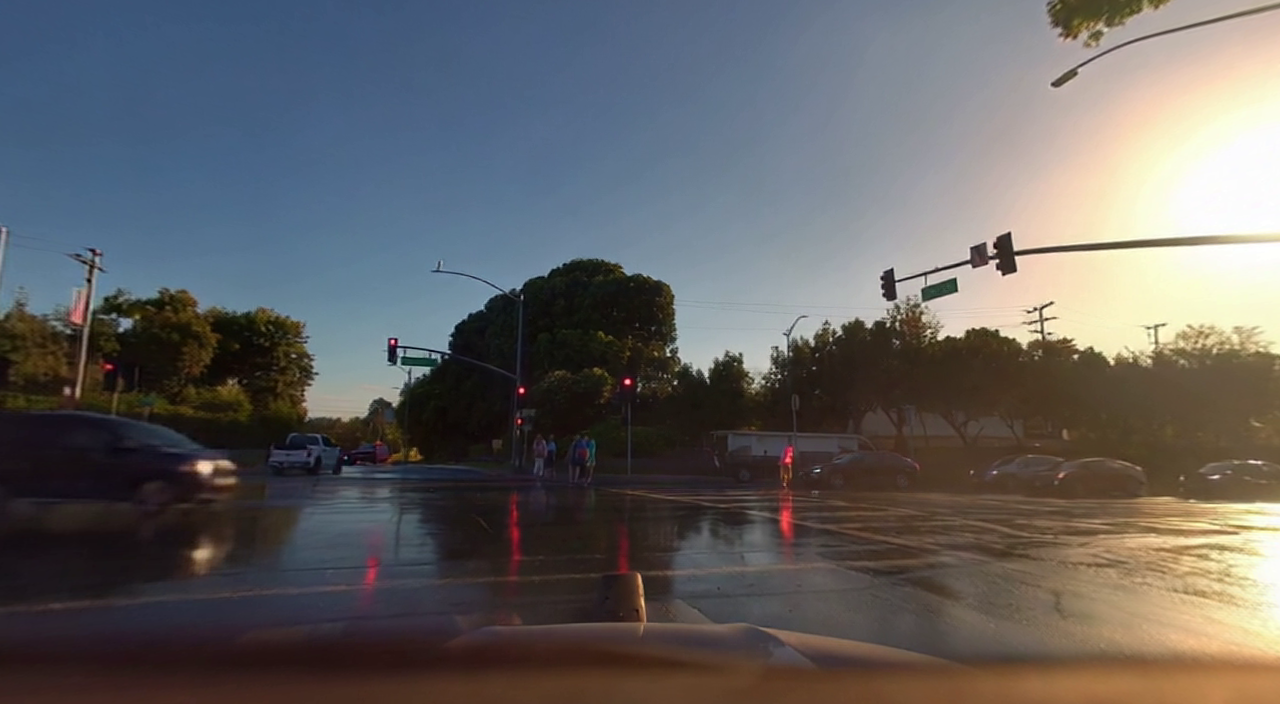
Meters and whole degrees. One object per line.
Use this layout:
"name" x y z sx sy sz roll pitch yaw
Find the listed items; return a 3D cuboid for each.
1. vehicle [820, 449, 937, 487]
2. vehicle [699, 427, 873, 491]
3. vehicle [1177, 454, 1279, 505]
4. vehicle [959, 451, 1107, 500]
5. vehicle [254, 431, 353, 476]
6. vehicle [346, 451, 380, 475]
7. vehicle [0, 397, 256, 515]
"vehicle" 10.643 5.180 28.279 4.537 1.608 1.827 2 -9 -8
"vehicle" 5.088 3.769 22.217 5.535 1.896 2.170 4 -9 -10
"vehicle" 24.297 5.037 25.092 4.322 1.522 1.795 -4 -9 -9
"vehicle" 14.882 4.671 23.979 4.356 1.498 1.957 -2 -8 -7
"vehicle" -16.396 4.968 31.093 2.243 2.011 5.631 1 -9 -6
"vehicle" -19.433 7.728 44.062 1.964 1.525 4.750 4 -9 -24
"vehicle" -9.456 1.723 10.582 4.633 1.739 2.090 3 -9 -17
